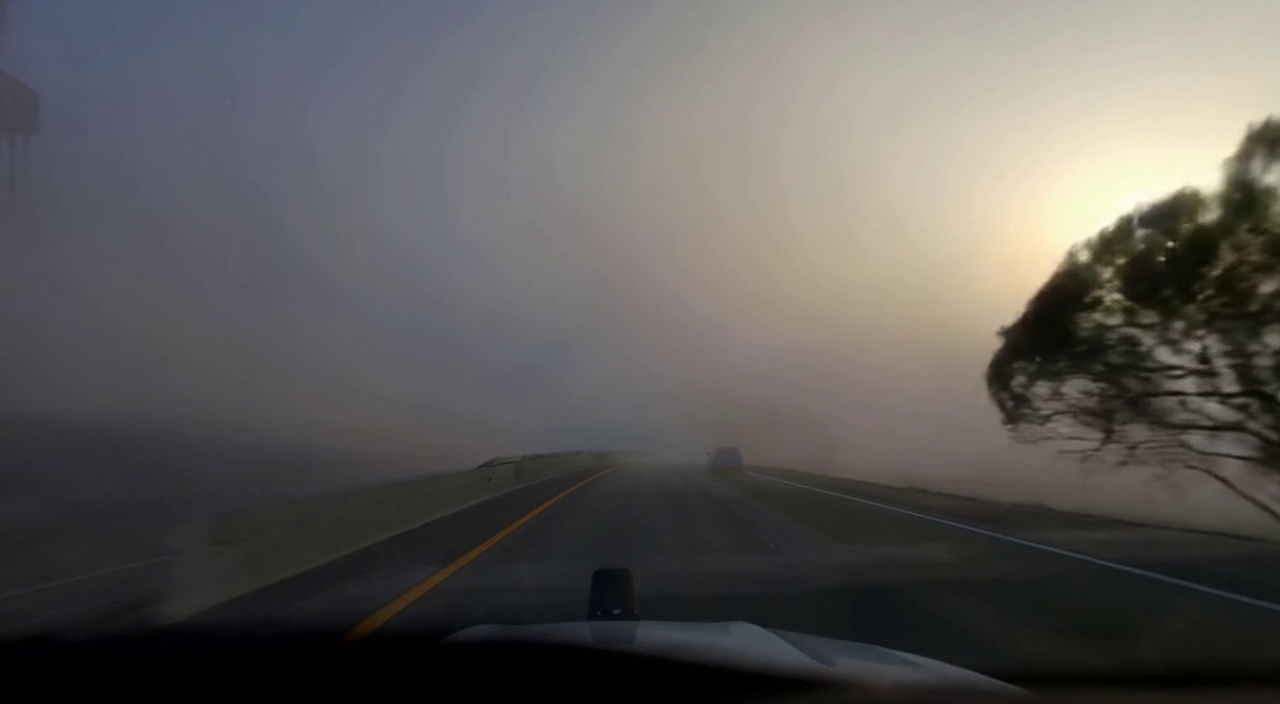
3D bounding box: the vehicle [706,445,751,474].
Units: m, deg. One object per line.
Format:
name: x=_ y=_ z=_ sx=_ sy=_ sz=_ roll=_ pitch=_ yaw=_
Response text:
vehicle: x=5.007 y=6.132 z=36.177 sx=2.030 sy=1.526 sz=4.165 roll=0 pitch=-9 yaw=1
